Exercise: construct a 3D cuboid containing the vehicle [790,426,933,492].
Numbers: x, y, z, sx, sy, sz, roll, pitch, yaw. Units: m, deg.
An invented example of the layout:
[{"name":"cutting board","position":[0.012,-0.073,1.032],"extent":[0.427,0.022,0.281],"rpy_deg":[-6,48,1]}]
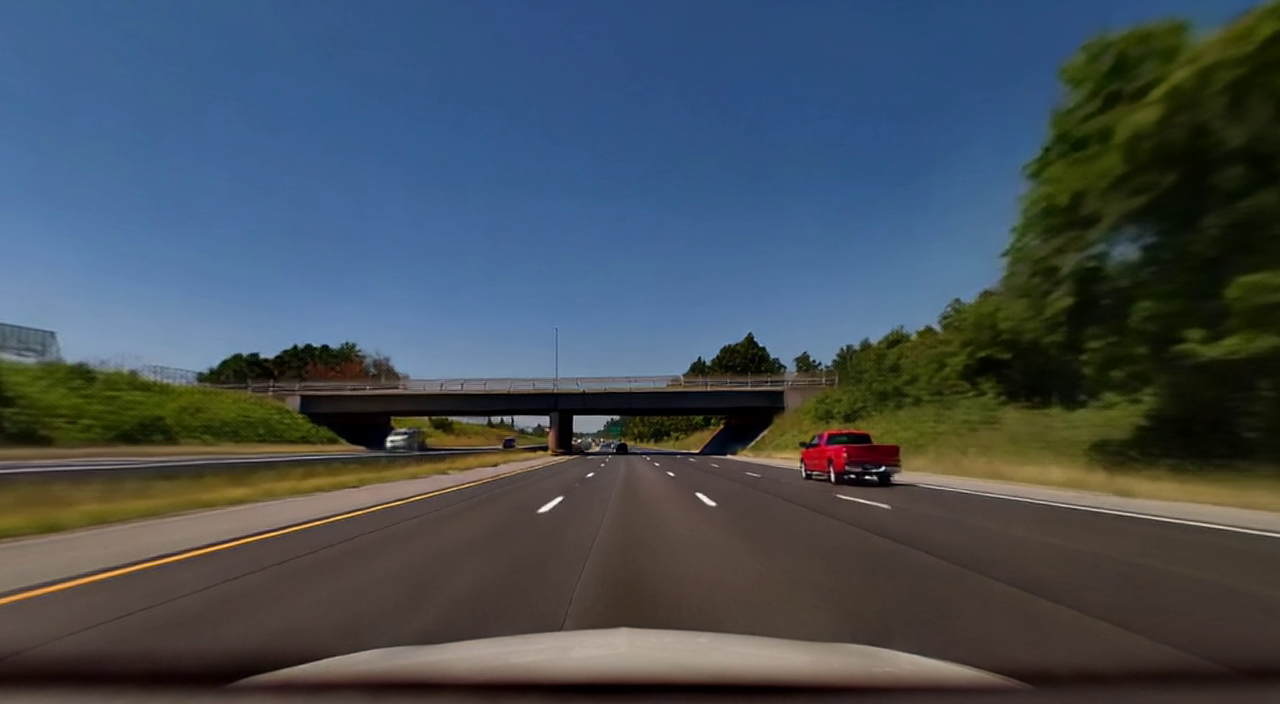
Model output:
[{"name":"vehicle","position":[6.944,3.458,20.806],"extent":[2.395,1.819,6.086],"rpy_deg":[0,-9,-1]}]
